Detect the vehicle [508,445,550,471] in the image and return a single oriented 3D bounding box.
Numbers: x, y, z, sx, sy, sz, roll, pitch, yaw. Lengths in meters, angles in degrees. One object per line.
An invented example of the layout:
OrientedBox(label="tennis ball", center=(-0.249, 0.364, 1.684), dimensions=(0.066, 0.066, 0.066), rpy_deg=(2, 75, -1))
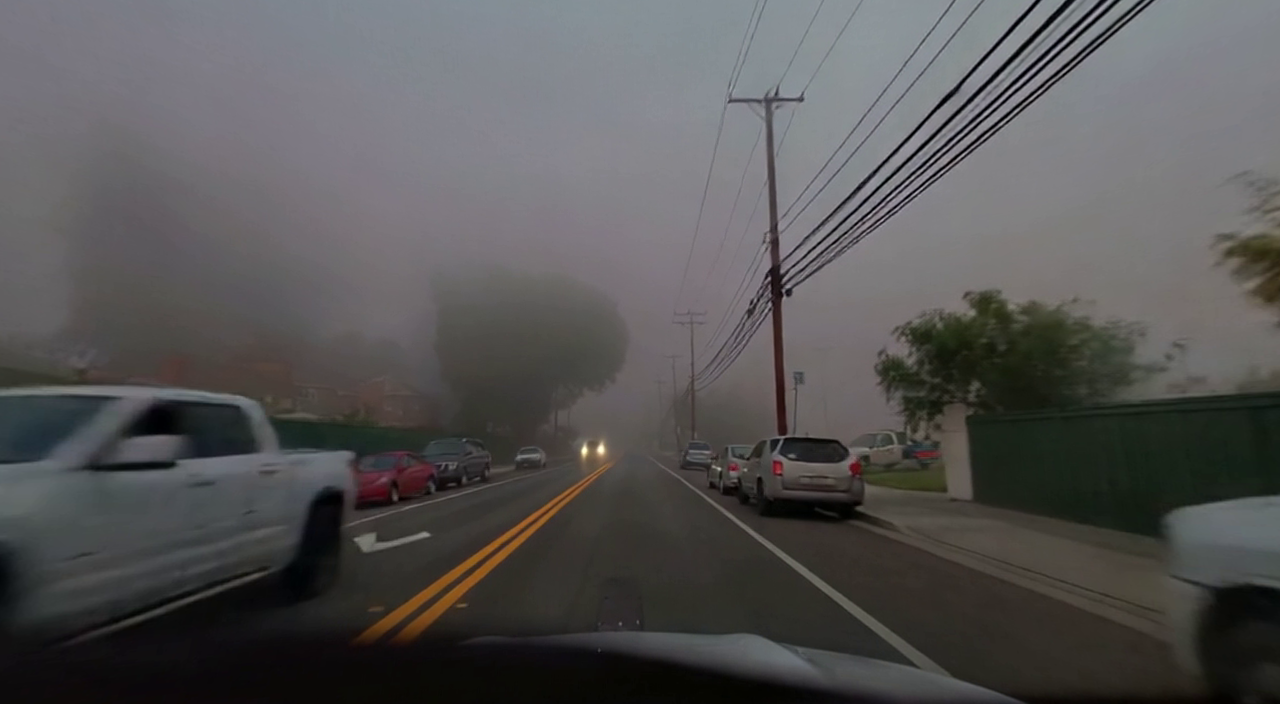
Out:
OrientedBox(label="vehicle", center=(-7.090, 6.790, 40.711), dimensions=(1.843, 1.589, 4.416), rpy_deg=(0, -9, 1))

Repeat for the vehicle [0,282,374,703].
OrientedBox(label="vehicle", center=(-3.576, 0.859, 3.432), dimensions=(2.194, 1.935, 4.807), rpy_deg=(0, -8, -1))

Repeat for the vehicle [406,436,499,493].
OrientedBox(label="vehicle", center=(-6.819, 4.100, 23.567), dimensions=(2.014, 1.817, 4.639), rpy_deg=(-1, -7, 0))

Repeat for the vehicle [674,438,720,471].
OrientedBox(label="vehicle", center=(3.183, 5.868, 36.467), dimensions=(2.031, 1.762, 4.749), rpy_deg=(0, -8, -2))

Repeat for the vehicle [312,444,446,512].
OrientedBox(label="vehicle", center=(-6.771, 3.265, 16.986), dimensions=(1.866, 1.487, 4.416), rpy_deg=(-1, -8, -2))

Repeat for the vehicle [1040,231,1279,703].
OrientedBox(label="vehicle", center=(3.286, 0.409, 0.684), dimensions=(2.174, 2.049, 5.088), rpy_deg=(0, -8, -2))

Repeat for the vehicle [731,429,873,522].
OrientedBox(label="vehicle", center=(3.162, 2.497, 13.300), dimensions=(1.826, 1.614, 4.241), rpy_deg=(0, -9, 0))
